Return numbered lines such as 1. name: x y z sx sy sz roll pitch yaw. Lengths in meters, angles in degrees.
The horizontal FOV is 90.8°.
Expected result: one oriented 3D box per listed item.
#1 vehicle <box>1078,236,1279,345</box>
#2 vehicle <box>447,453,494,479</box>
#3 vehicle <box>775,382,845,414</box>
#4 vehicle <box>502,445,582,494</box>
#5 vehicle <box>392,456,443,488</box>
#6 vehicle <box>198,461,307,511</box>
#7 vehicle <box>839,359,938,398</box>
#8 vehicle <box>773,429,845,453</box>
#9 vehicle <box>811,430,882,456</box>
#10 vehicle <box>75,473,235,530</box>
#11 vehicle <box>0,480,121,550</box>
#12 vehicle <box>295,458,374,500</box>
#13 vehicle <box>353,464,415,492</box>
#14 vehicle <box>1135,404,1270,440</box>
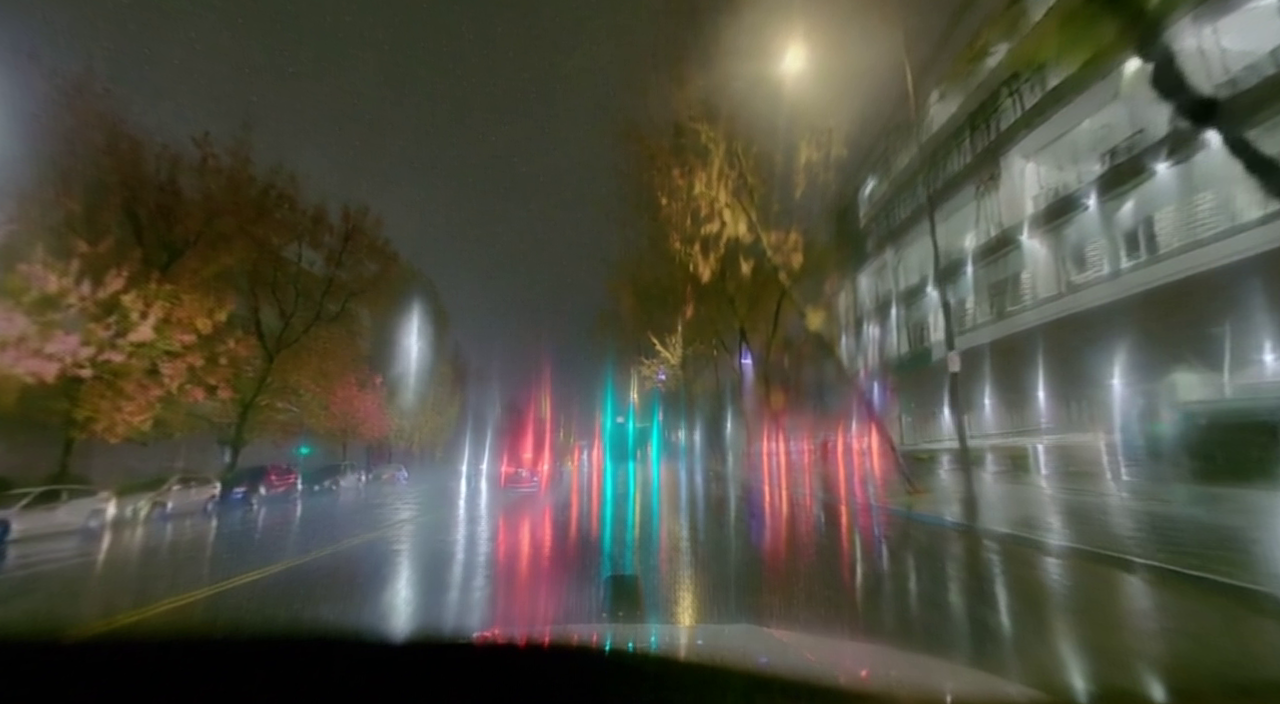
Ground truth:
1. vehicle: 12.268 -1.316 13.784 3.932 1.743 1.695 -5 -9 2
2. vehicle: -10.836 7.304 40.778 1.884 1.518 4.380 0 -8 -1
3. vehicle: 10.905 2.976 40.720 3.826 1.601 1.807 -4 -8 -6
4. vehicle: -3.147 3.881 21.238 2.051 1.454 4.132 0 -8 0
5. vehicle: -16.373 8.825 46.774 1.917 1.775 5.018 -9 -8 -2
6. vehicle: -16.316 5.630 26.935 1.897 1.805 4.538 0 -8 -3
7. vehicle: 11.512 1.273 29.490 3.827 1.556 1.730 -1 -10 -1
8. vehicle: 12.227 6.483 45.944 4.619 1.626 2.121 -1 -10 4
9. vehicle: 12.264 5.404 37.640 3.527 1.496 1.836 0 -7 -4
10. vehicle: -16.021 4.915 21.261 1.871 1.485 4.573 0 -8 -2
11. vehicle: -15.803 4.144 15.877 1.942 1.431 4.553 -5 -9 -4
12. vehicle: -16.402 6.773 34.155 2.079 1.847 4.592 -4 -8 -1
13. vehicle: -16.154 7.936 40.146 2.021 1.438 4.616 -2 -8 0
14. vehicle: 25.113 3.147 28.305 4.215 1.545 1.897 0 -8 -1
